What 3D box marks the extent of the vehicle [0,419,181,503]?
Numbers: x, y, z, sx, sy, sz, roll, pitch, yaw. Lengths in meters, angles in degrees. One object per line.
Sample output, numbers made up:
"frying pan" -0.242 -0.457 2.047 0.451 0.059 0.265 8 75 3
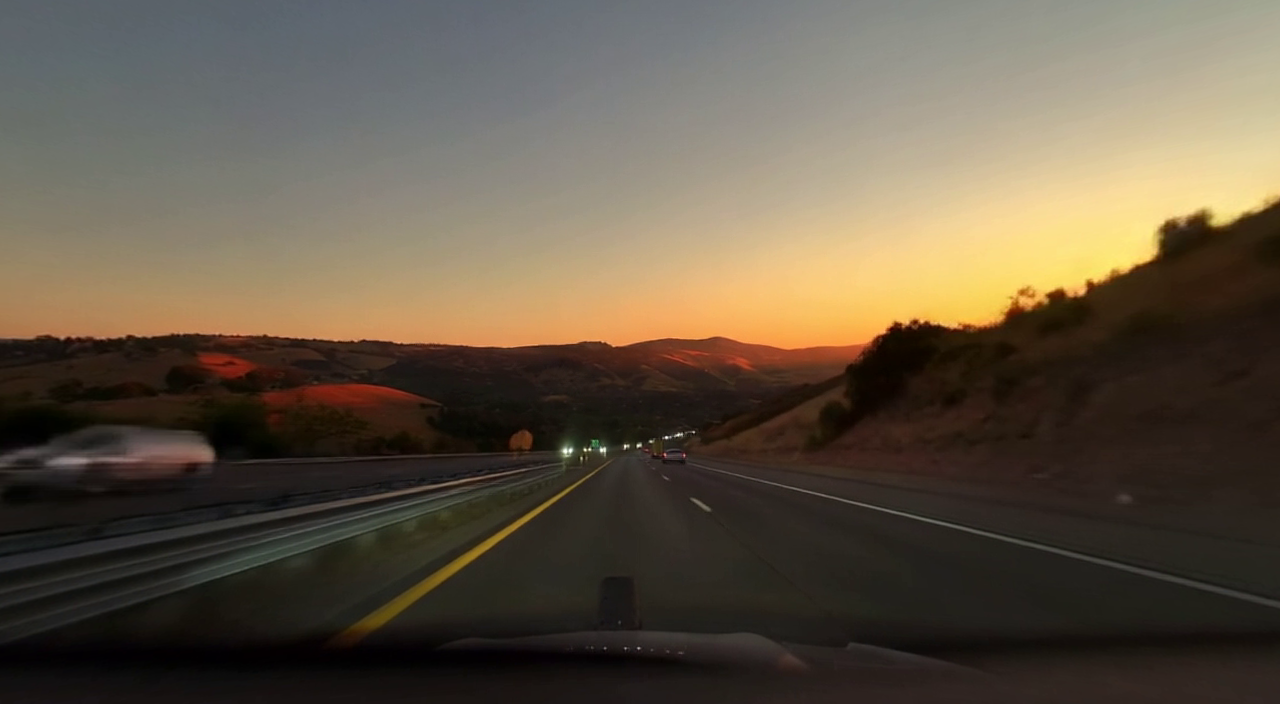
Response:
"vehicle" -13.514 2.543 14.947 2.013 1.690 4.217 0 -9 -1
